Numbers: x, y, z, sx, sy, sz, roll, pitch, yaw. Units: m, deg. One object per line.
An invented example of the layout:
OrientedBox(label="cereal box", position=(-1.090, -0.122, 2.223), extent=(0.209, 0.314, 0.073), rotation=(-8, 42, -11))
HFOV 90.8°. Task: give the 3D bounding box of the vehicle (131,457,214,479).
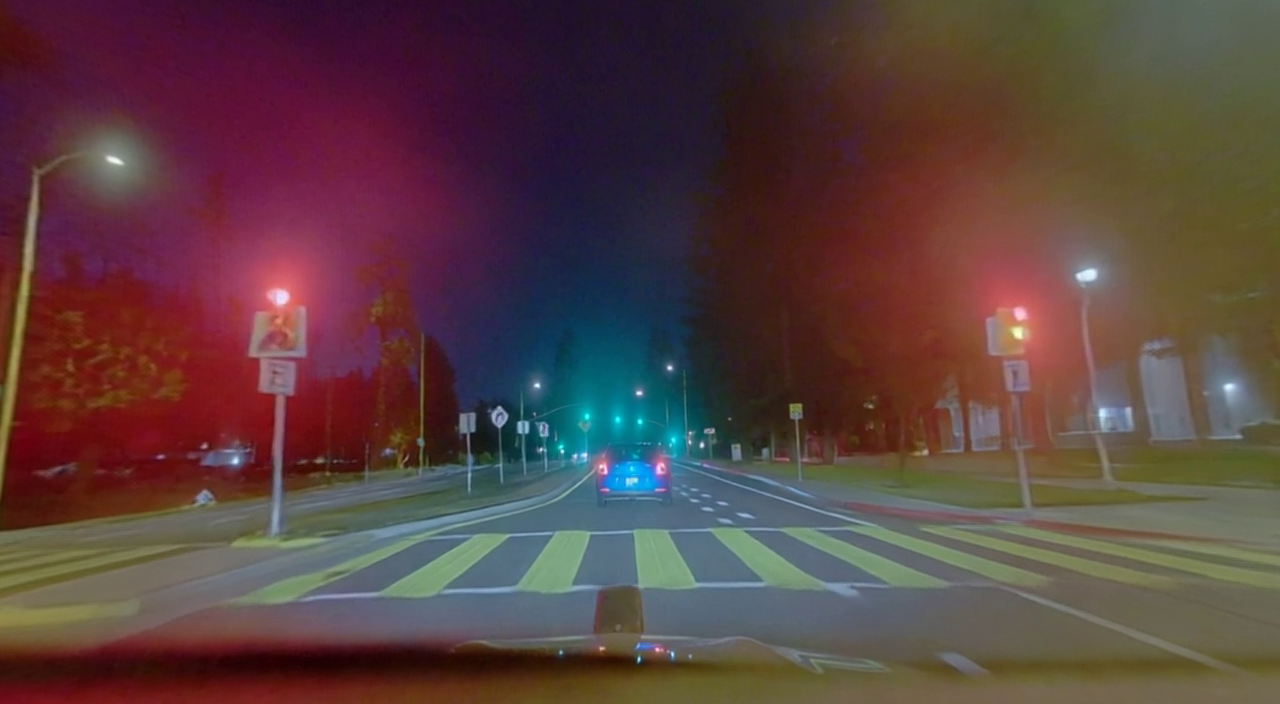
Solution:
OrientedBox(label="vehicle", position=(-35.432, 8.818, 47.968), extent=(4.500, 1.542, 2.155), rotation=(0, -8, 0))

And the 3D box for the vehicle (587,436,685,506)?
OrientedBox(label="vehicle", position=(-0.150, 3.033, 16.604), extent=(2.221, 1.570, 4.398), rotation=(0, -8, -2))

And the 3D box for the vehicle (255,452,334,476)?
OrientedBox(label="vehicle", position=(-23.016, 7.456, 42.162), extent=(4.038, 1.531, 2.015), rotation=(1, -9, -3))

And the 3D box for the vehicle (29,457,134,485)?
OrientedBox(label="vehicle", position=(-35.588, 7.567, 40.363), extent=(4.466, 1.619, 2.319), rotation=(-1, -8, -1))
